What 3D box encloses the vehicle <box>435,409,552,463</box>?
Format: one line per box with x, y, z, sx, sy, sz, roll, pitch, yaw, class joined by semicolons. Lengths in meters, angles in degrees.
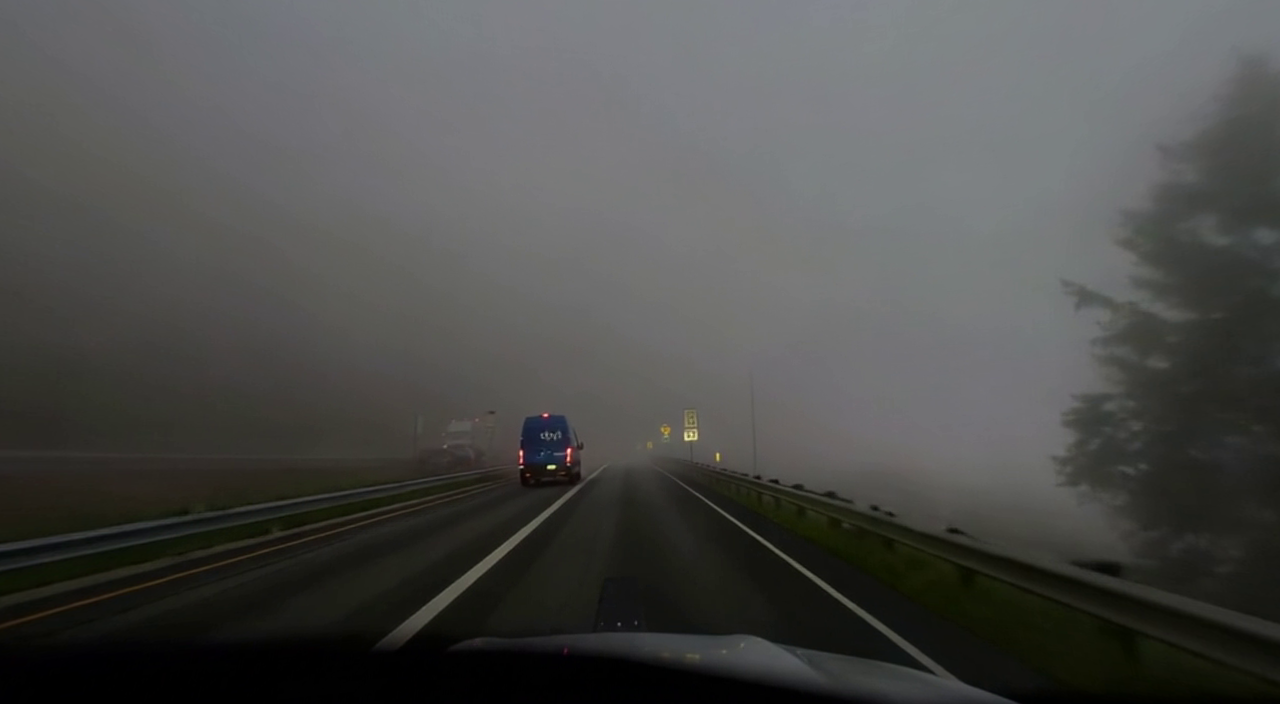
-11.792;6.780;49.831;10.047;3.953;3.340;-7;-11;37;vehicle

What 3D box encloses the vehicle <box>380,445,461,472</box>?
-13.314;6.474;38.281;4.396;1.557;1.952;2;-9;-14;vehicle

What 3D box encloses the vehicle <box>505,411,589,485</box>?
-3.651;4.015;26.200;2.463;2.640;7.034;0;-9;0;vehicle
